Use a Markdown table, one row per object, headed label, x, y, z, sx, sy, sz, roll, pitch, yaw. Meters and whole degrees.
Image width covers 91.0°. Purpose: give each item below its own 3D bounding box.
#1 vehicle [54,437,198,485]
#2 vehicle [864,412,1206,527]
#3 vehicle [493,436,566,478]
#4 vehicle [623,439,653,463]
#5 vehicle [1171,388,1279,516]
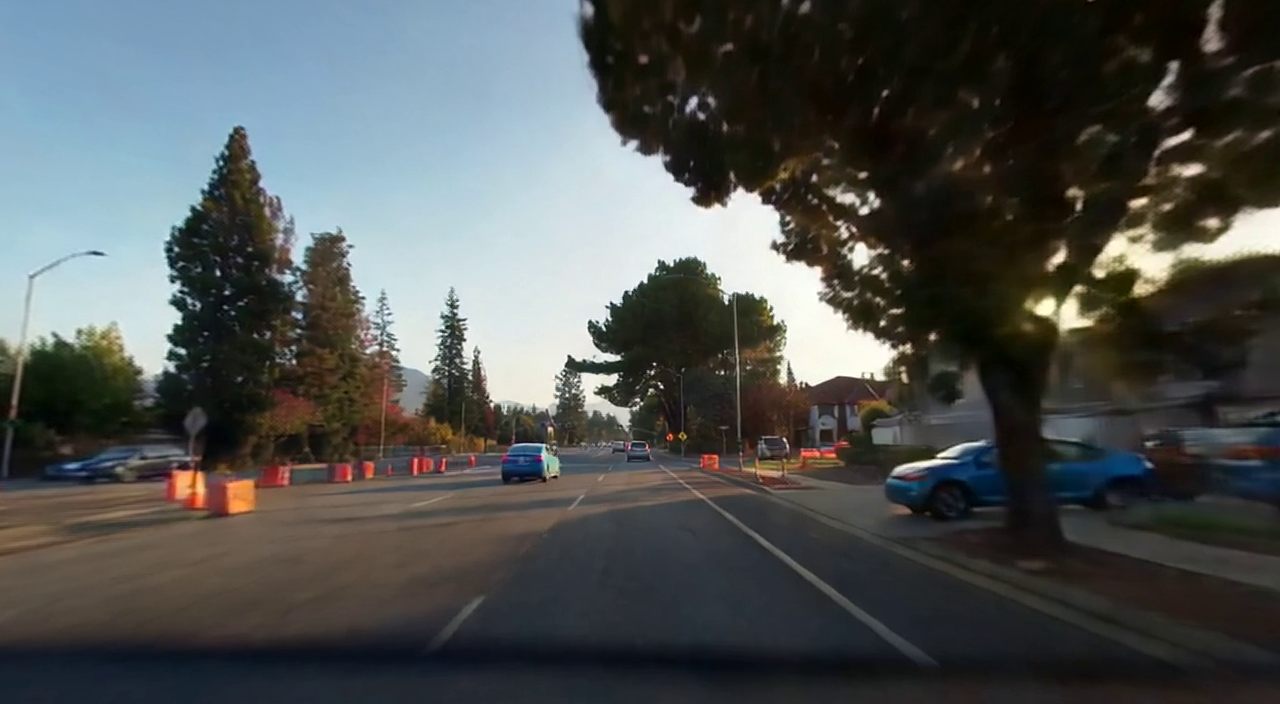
| label | x | y | z | sx | sy | sz | roll | pitch | yaw |
| --- | --- | --- | --- | --- | --- | --- | --- | --- | --- |
| vehicle | -20.804 | 4.407 | 25.788 | 2.053 | 1.761 | 4.479 | 0 | -8 | 1 |
| vehicle | 6.548 | 1.987 | 11.035 | 4.447 | 1.754 | 2.182 | -1 | -8 | 5 |
| vehicle | -4.715 | 4.556 | 27.672 | 2.198 | 1.663 | 4.519 | 0 | -8 | 3 |
| vehicle | -0.136 | 7.399 | 47.113 | 2.135 | 1.711 | 4.124 | 0 | -8 | 0 |
| vehicle | 11.633 | 1.526 | 9.602 | 4.936 | 1.813 | 2.158 | 0 | -8 | 3 |
